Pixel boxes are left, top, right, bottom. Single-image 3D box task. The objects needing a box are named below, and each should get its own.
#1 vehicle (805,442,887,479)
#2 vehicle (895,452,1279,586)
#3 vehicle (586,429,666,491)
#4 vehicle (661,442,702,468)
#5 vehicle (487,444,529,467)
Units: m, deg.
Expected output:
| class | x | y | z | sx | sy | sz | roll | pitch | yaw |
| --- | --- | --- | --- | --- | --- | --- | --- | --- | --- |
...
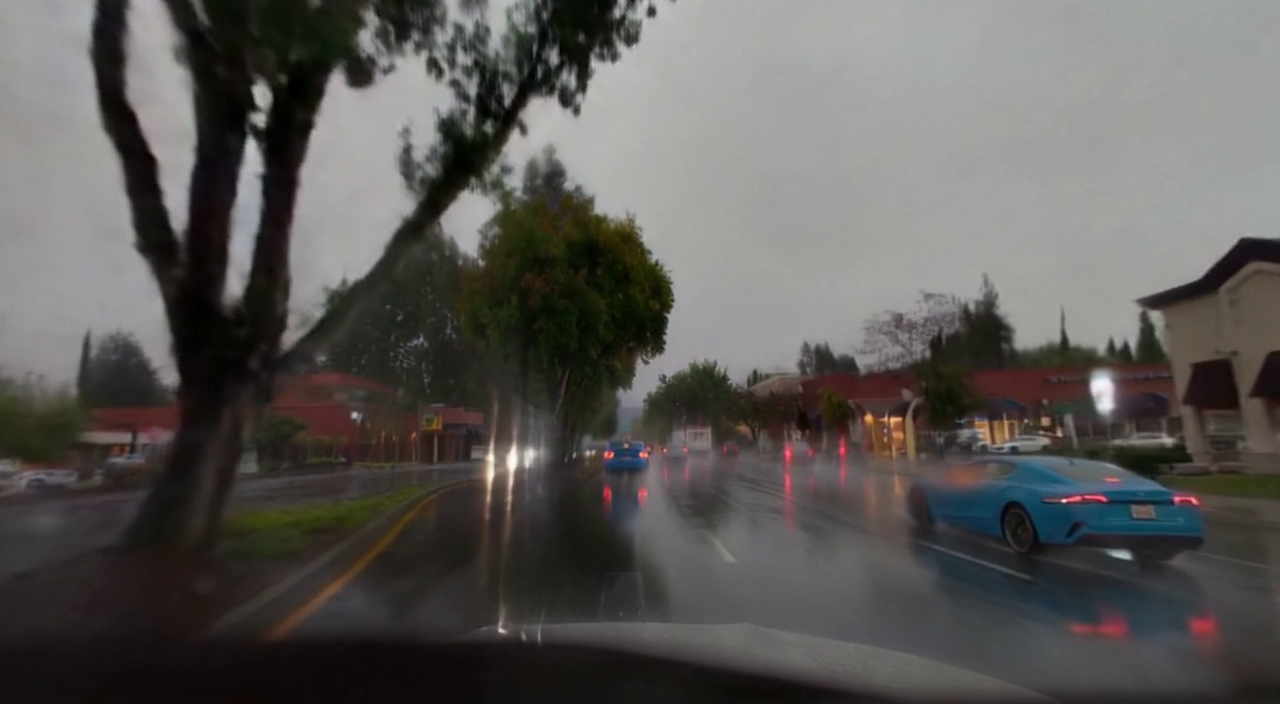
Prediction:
| class | x | y | z | sx | sy | sz | roll | pitch | yaw |
| --- | --- | --- | --- | --- | --- | --- | --- | --- | --- |
| vehicle | 8.876 | 4.695 | 27.626 | 2.045 | 1.484 | 4.342 | 0 | -9 | -1 |
| vehicle | 5.550 | 2.016 | 8.542 | 2.258 | 1.294 | 4.312 | 0 | -9 | -2 |
| vehicle | -0.458 | 3.404 | 20.209 | 2.266 | 1.762 | 4.131 | 0 | -9 | -2 |
| vehicle | 2.396 | 6.072 | 37.401 | 2.078 | 1.471 | 4.142 | 0 | -9 | -1 |
| vehicle | -9.502 | 7.469 | 45.737 | 1.989 | 1.542 | 4.435 | 0 | -9 | 1 |
